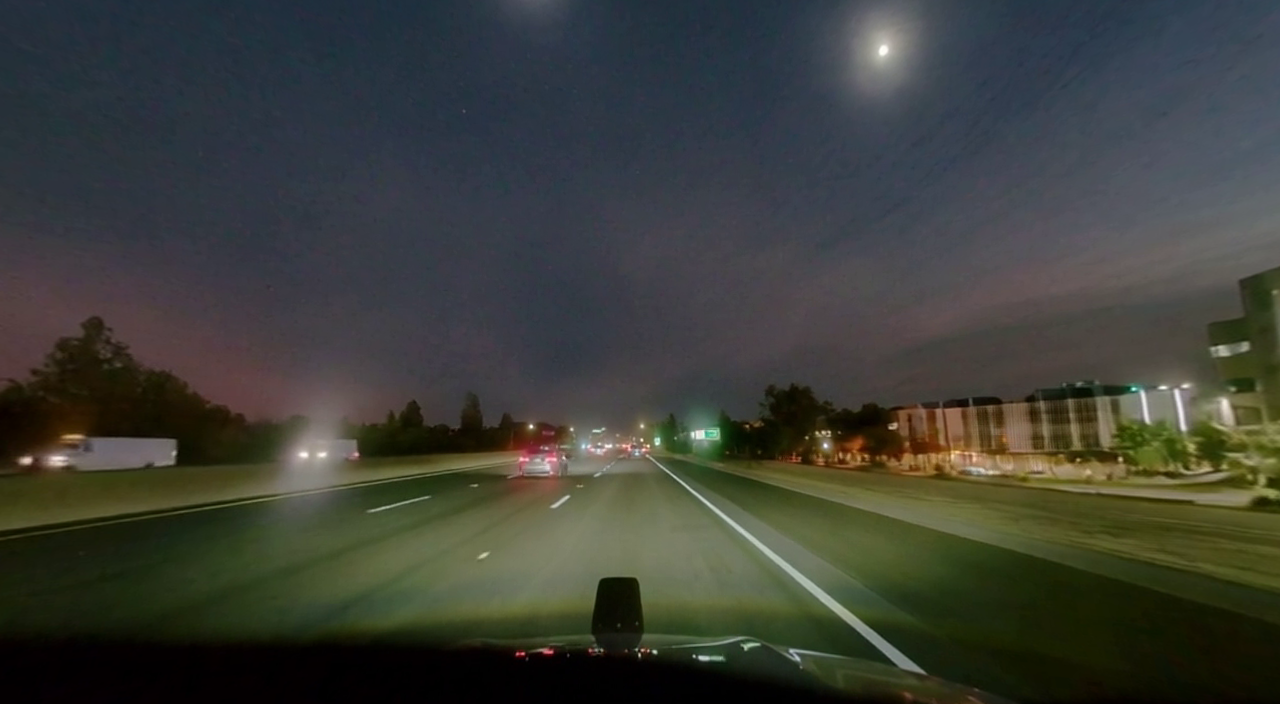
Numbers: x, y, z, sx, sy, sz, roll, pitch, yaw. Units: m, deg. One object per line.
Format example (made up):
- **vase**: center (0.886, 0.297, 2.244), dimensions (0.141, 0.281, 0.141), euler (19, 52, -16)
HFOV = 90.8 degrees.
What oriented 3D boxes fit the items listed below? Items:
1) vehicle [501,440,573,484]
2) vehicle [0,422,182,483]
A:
- **vehicle**: center (-3.664, 3.982, 23.229), dimensions (1.920, 1.463, 4.134), euler (0, -8, 0)
- **vehicle**: center (-36.246, 6.665, 42.230), dimensions (2.965, 3.488, 11.110), euler (0, -9, 0)
